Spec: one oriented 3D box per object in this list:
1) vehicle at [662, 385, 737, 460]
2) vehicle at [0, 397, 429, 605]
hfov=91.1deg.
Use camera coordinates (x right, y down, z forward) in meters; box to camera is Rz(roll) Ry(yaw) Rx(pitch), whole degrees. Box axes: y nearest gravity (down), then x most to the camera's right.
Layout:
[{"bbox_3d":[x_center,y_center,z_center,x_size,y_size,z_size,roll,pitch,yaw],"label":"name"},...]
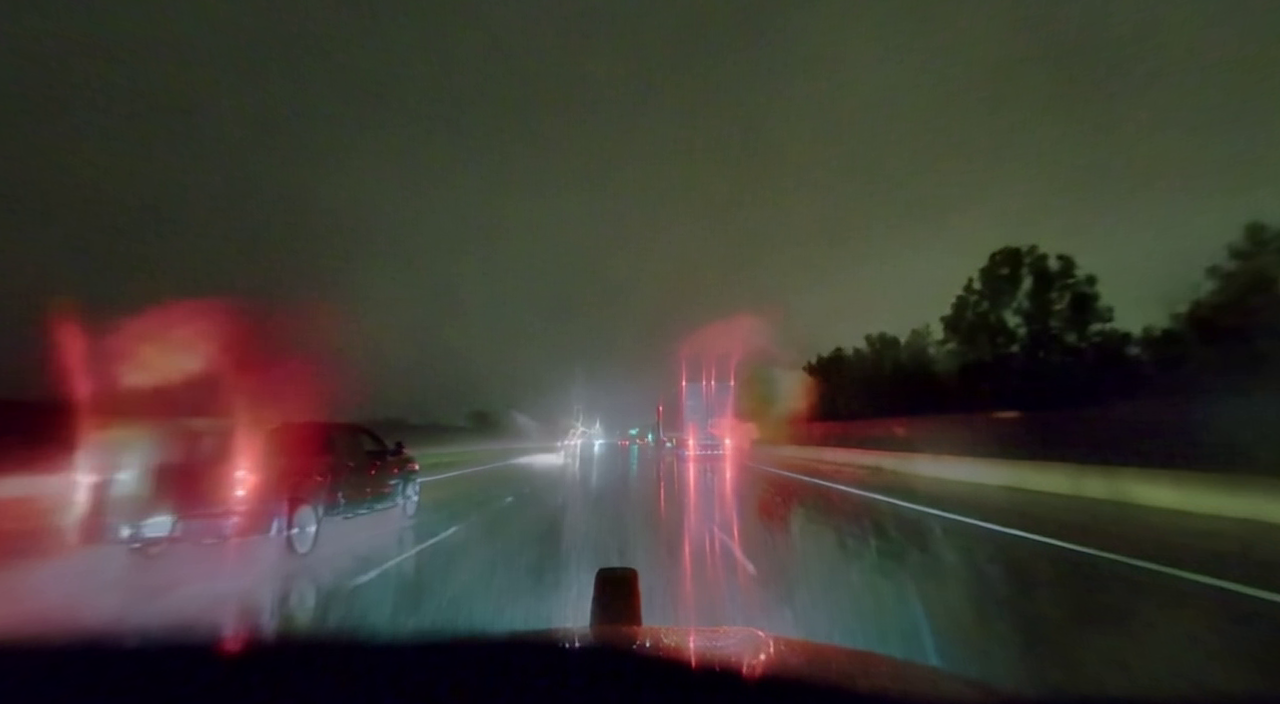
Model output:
[{"bbox_3d":[3.613,5.116,43.781,3.144,4.168,17.594,0,-8,-1],"label":"vehicle"},{"bbox_3d":[-4.087,1.444,7.016,2.044,1.604,4.144,0,-8,0],"label":"vehicle"}]
